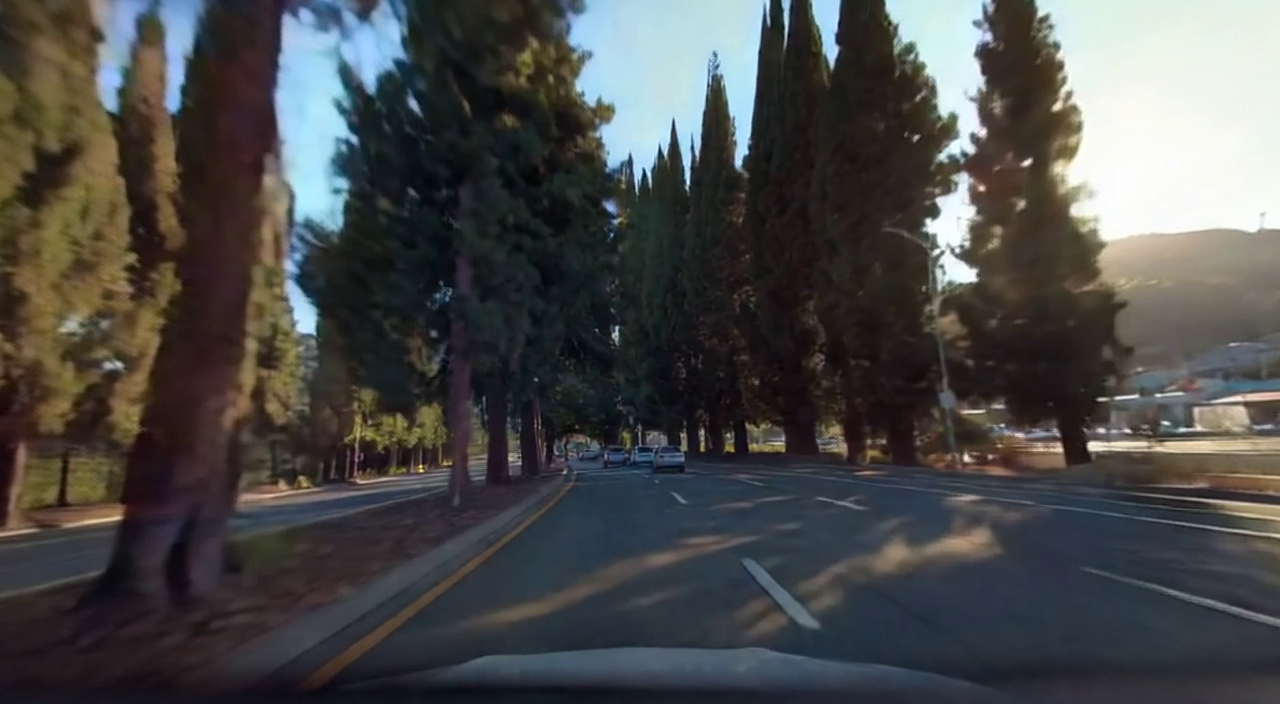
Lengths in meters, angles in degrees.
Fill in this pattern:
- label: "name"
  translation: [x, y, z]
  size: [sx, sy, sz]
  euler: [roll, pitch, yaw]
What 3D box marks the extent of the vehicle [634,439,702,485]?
- label: "vehicle"
  translation: [1.081, 4.686, 27.185]
  size: [2.253, 1.756, 4.313]
  euler: [1, -9, -7]
